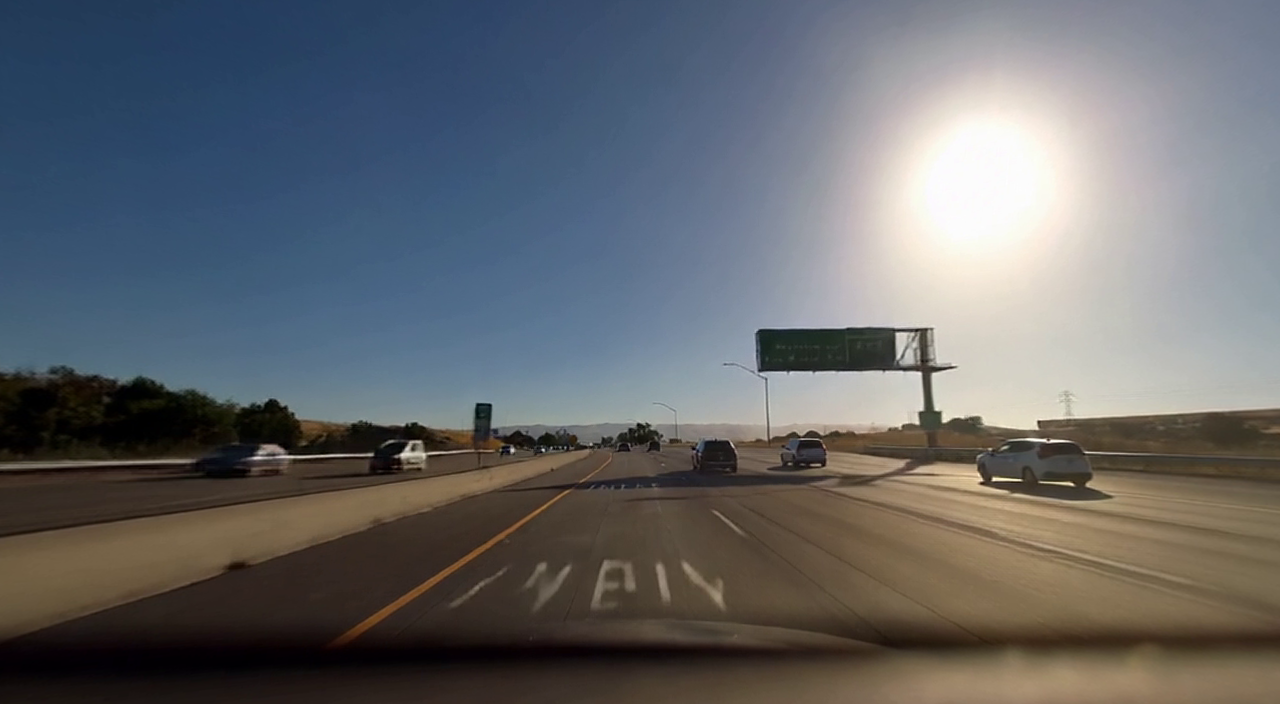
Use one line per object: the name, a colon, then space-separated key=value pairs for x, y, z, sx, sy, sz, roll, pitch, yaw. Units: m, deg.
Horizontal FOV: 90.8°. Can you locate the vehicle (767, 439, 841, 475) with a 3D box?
vehicle: x=6.994 y=4.533 z=27.457 sx=1.952 sy=1.442 sz=4.259 roll=0 pitch=-8 yaw=-2

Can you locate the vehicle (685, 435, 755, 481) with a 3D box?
vehicle: x=3.007 y=4.081 z=24.673 sx=1.977 sy=1.601 sz=4.598 roll=0 pitch=-8 yaw=-2

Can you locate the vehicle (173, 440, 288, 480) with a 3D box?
vehicle: x=-18.251 y=4.829 z=28.500 sx=2.008 sy=1.618 sz=4.776 roll=0 pitch=-8 yaw=0

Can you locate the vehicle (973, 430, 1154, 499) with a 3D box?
vehicle: x=10.855 y=2.896 z=16.628 sx=1.844 sy=1.560 sz=4.085 roll=0 pitch=-8 yaw=-1

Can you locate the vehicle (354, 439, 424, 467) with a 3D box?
vehicle: x=-13.768 y=5.534 z=34.978 sx=1.941 sy=1.374 sz=4.467 roll=0 pitch=-8 yaw=1
